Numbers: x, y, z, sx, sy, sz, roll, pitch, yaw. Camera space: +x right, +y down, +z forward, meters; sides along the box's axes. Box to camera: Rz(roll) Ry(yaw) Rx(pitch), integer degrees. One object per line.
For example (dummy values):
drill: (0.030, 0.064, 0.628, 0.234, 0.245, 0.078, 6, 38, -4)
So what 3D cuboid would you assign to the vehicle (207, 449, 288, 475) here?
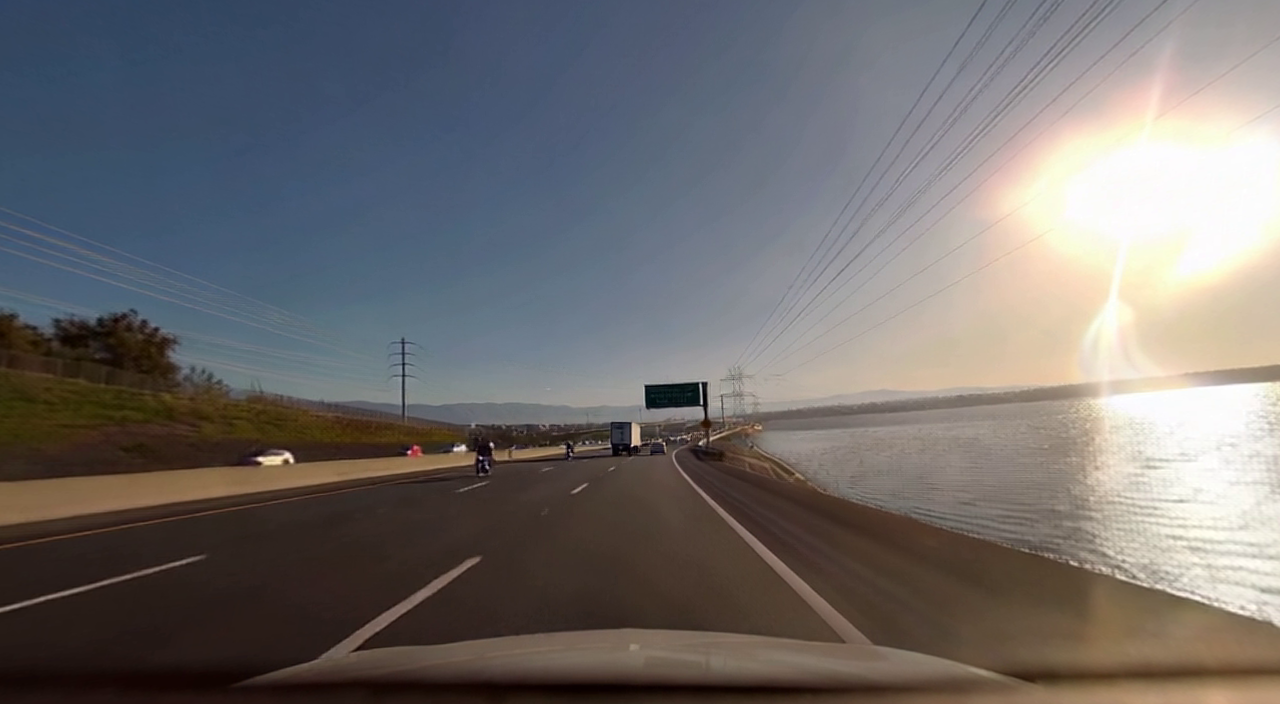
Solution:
vehicle: (-23.835, 6.664, 38.546, 1.966, 1.446, 4.490, -1, -8, 2)
